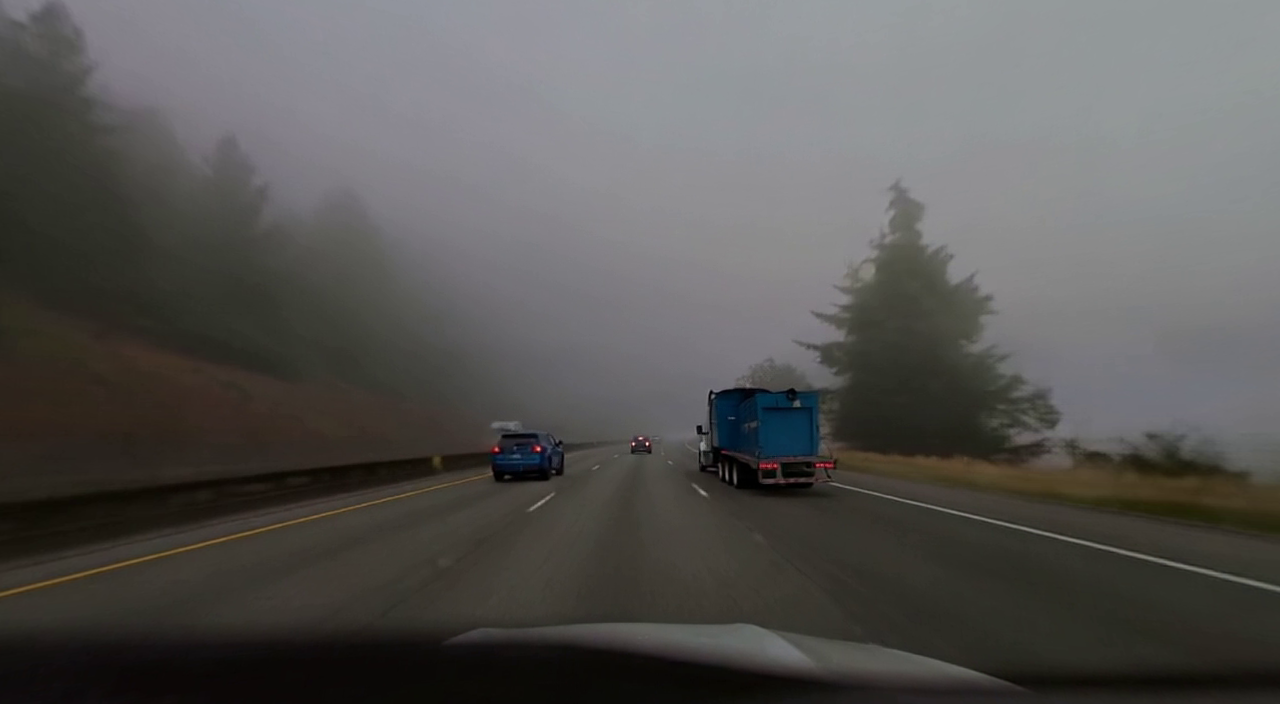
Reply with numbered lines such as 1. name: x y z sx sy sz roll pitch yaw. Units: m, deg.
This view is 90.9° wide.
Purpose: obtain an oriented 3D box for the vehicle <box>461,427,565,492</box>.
1. vehicle: -3.395 2.957 17.738 2.008 1.588 4.147 0 -8 1

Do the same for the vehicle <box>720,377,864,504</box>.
1. vehicle: 3.354 2.071 14.900 2.256 2.568 4.049 0 -8 -1

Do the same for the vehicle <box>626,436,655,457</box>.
1. vehicle: 0.089 7.323 49.077 2.195 1.529 4.572 0 -8 1
